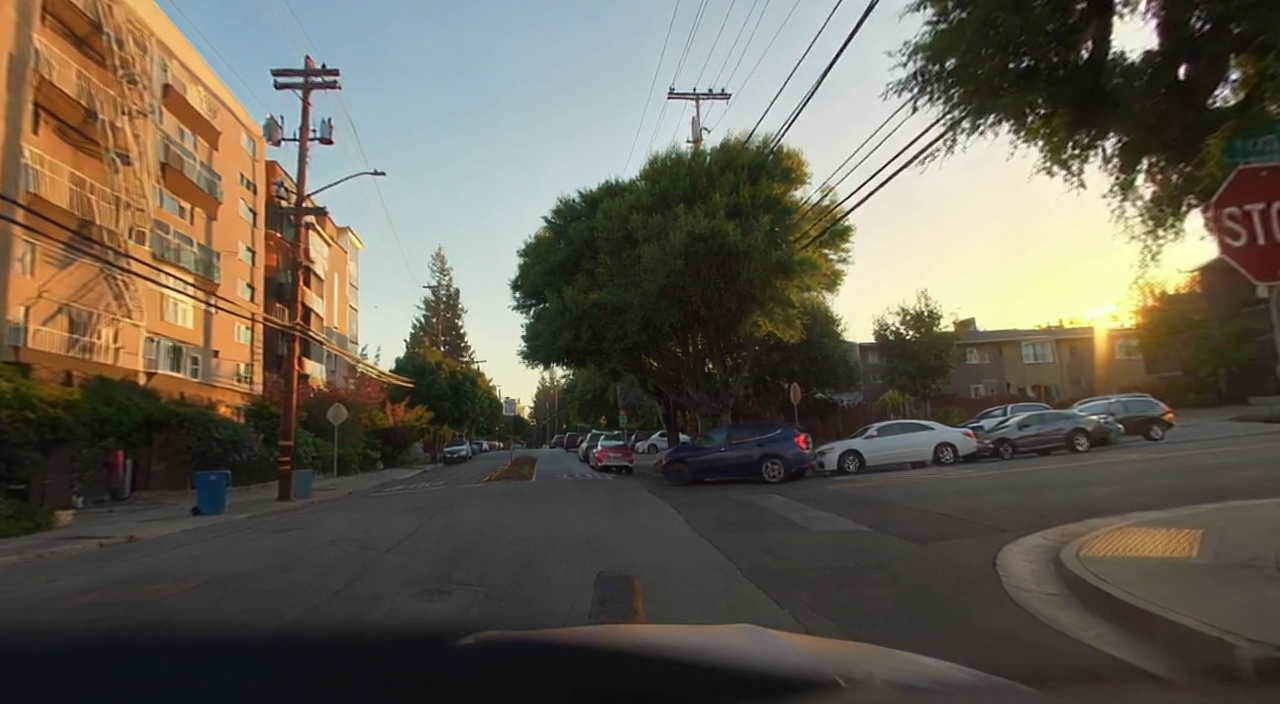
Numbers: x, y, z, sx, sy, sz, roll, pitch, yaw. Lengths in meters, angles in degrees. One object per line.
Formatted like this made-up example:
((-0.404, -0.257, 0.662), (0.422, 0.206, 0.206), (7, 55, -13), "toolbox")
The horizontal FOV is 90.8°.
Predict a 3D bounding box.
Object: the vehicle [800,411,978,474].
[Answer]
((7.907, 2.917, 20.294), (4.877, 1.755, 1.918), (0, -11, -10), "vehicle")

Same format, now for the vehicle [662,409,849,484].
((3.249, 2.648, 17.761), (4.790, 1.872, 2.155), (-4, -9, 22), "vehicle")

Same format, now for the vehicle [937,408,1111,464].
((12.893, 2.851, 21.326), (4.830, 1.490, 1.878), (-2, -11, -11), "vehicle")

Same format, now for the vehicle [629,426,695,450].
((1.562, 6.282, 45.920), (4.424, 1.645, 1.820), (2, -9, -13), "vehicle")

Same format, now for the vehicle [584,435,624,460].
((-2.300, 5.933, 39.393), (1.918, 1.475, 4.060), (2, -9, -12), "vehicle")
